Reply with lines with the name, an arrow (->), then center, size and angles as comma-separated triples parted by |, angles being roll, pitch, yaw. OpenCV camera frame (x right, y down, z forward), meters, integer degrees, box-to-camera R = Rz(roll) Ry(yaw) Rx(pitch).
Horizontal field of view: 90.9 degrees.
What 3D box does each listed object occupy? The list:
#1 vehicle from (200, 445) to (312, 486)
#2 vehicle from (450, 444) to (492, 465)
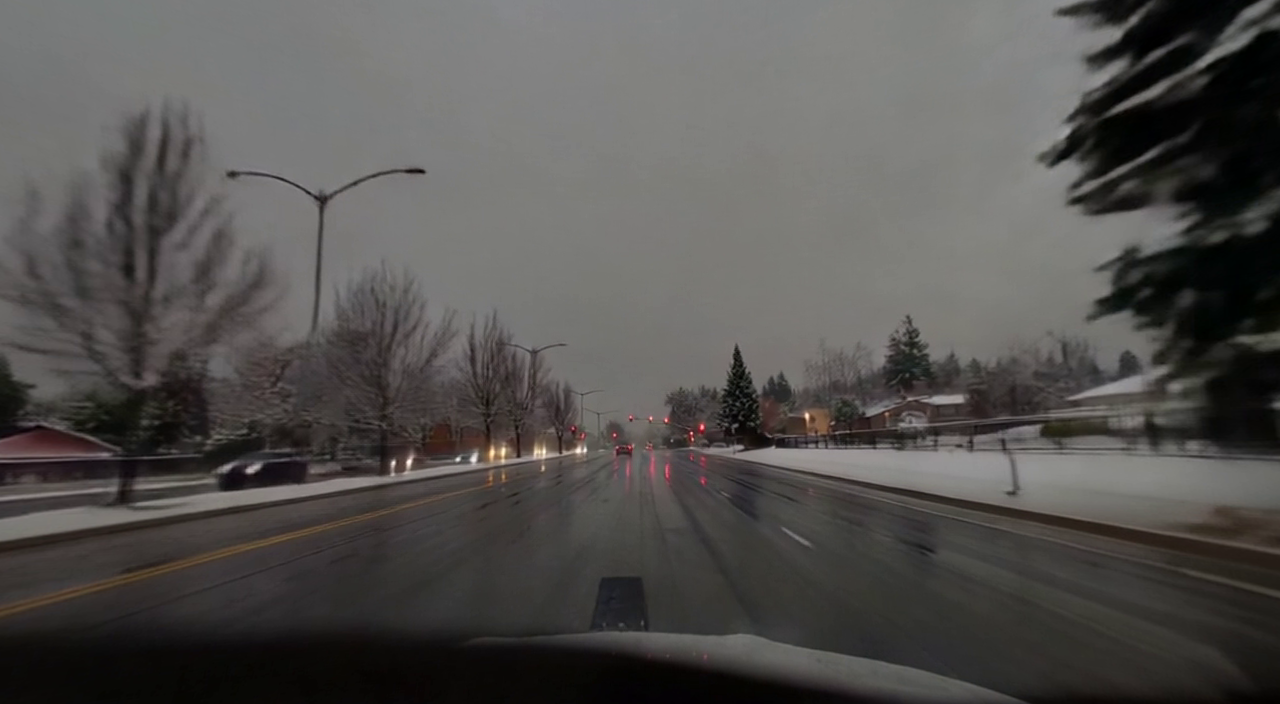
vehicle -> -17.055, 5.053, 28.307 | 2.118, 1.661, 4.507 | 0, -9, 1
vehicle -> -12.923, 7.821, 48.355 | 1.994, 1.518, 4.072 | 0, -9, 1
